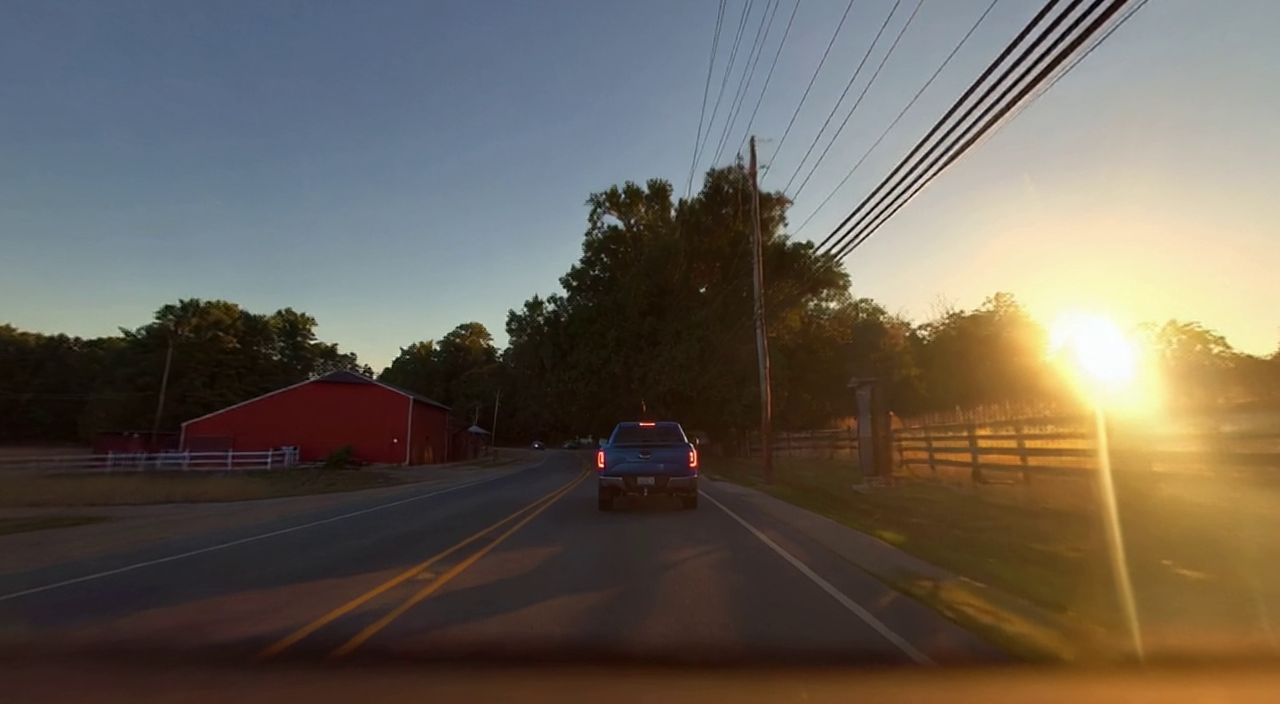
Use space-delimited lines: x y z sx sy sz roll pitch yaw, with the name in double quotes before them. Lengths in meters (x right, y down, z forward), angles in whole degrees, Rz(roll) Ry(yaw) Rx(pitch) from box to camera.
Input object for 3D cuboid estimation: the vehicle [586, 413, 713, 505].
"vehicle" 0.092 2.736 16.616 2.693 1.941 6.356 0 -8 -2
